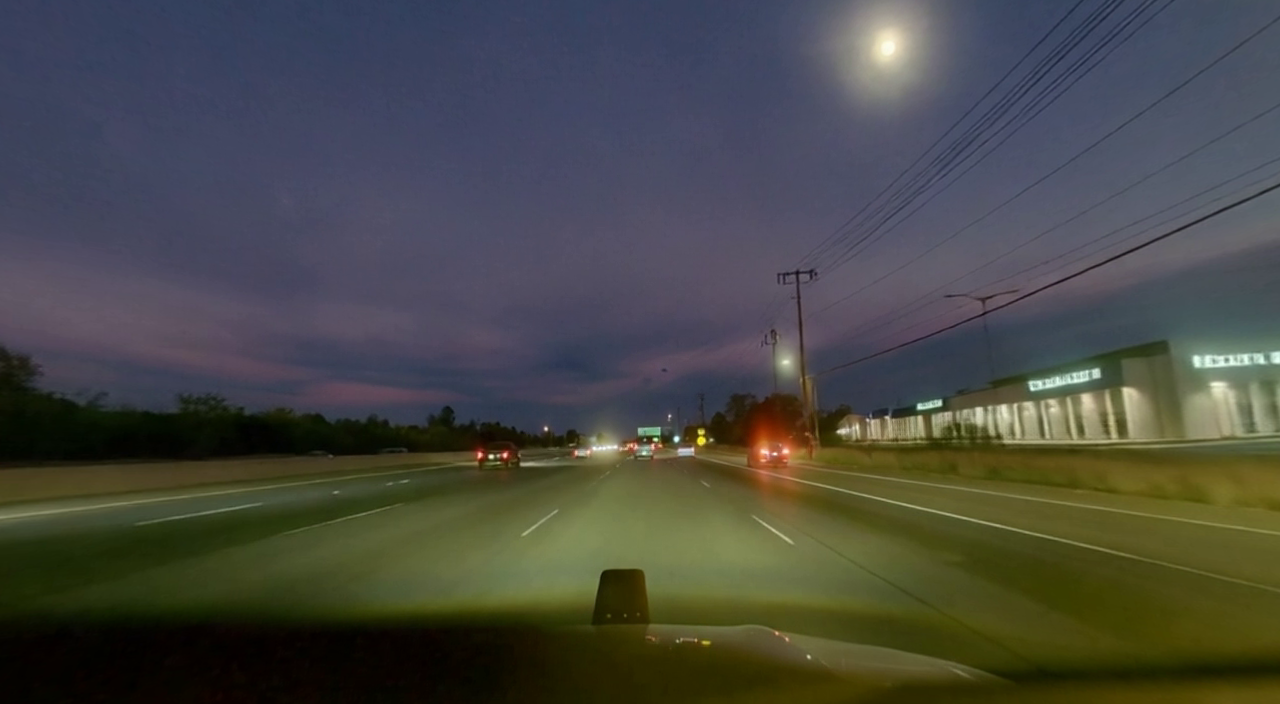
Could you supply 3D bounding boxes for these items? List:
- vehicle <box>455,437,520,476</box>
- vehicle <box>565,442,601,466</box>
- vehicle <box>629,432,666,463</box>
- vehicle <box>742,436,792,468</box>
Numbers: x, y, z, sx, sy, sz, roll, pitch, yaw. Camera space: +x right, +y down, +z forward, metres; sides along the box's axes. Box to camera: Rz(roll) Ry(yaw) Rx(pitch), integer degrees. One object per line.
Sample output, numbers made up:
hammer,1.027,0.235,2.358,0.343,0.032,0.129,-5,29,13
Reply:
vehicle,-7.297,5.032,30.670,2.007,1.732,4.395,0,-8,1
vehicle,-3.756,6.831,42.317,1.979,1.469,4.378,0,-8,0
vehicle,0.520,7.227,47.786,2.622,2.208,5.320,0,-8,-1
vehicle,7.389,5.849,37.002,1.937,1.698,4.322,0,-8,-1
